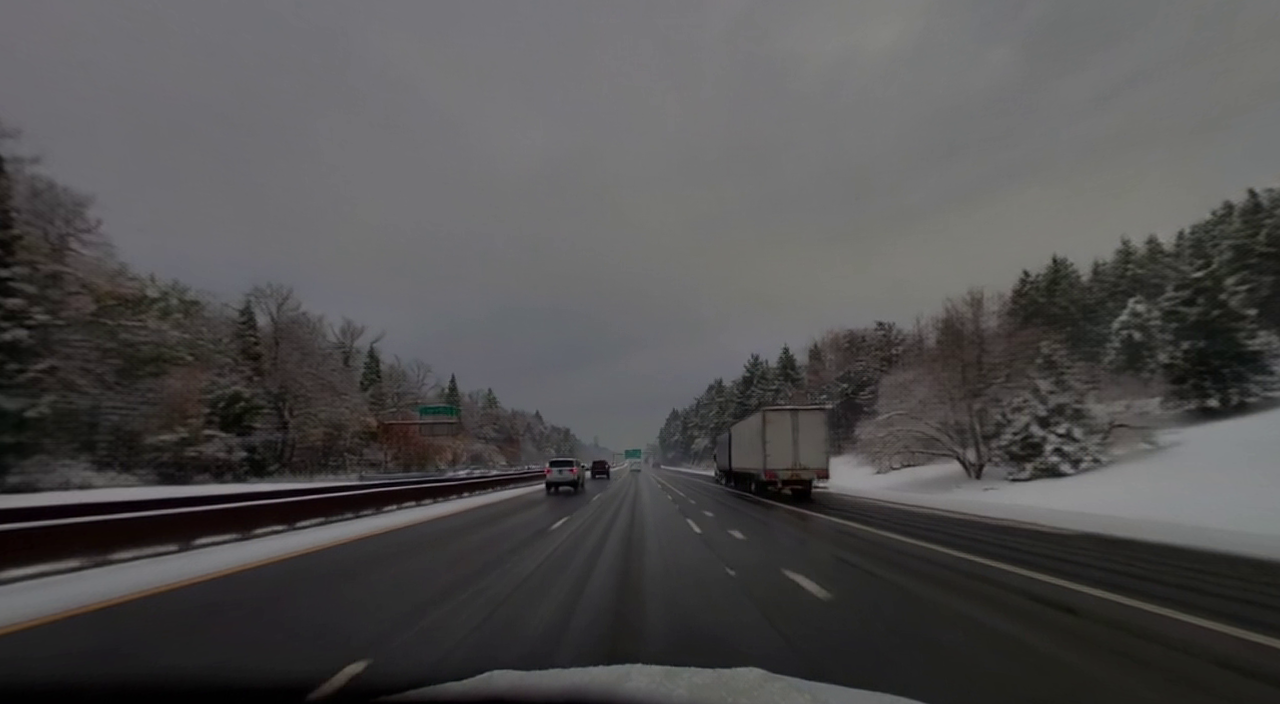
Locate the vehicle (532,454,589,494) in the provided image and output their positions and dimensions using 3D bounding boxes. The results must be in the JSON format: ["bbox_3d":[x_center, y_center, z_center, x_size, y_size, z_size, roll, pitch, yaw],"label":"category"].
[{"bbox_3d":[-4.016,6.307,32.669,2.272,1.873,4.832,1,-11,0],"label":"vehicle"}]

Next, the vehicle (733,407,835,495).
[{"bbox_3d":[7.415,5.623,34.143,3.235,4.088,9.243,1,-12,0],"label":"vehicle"}]
